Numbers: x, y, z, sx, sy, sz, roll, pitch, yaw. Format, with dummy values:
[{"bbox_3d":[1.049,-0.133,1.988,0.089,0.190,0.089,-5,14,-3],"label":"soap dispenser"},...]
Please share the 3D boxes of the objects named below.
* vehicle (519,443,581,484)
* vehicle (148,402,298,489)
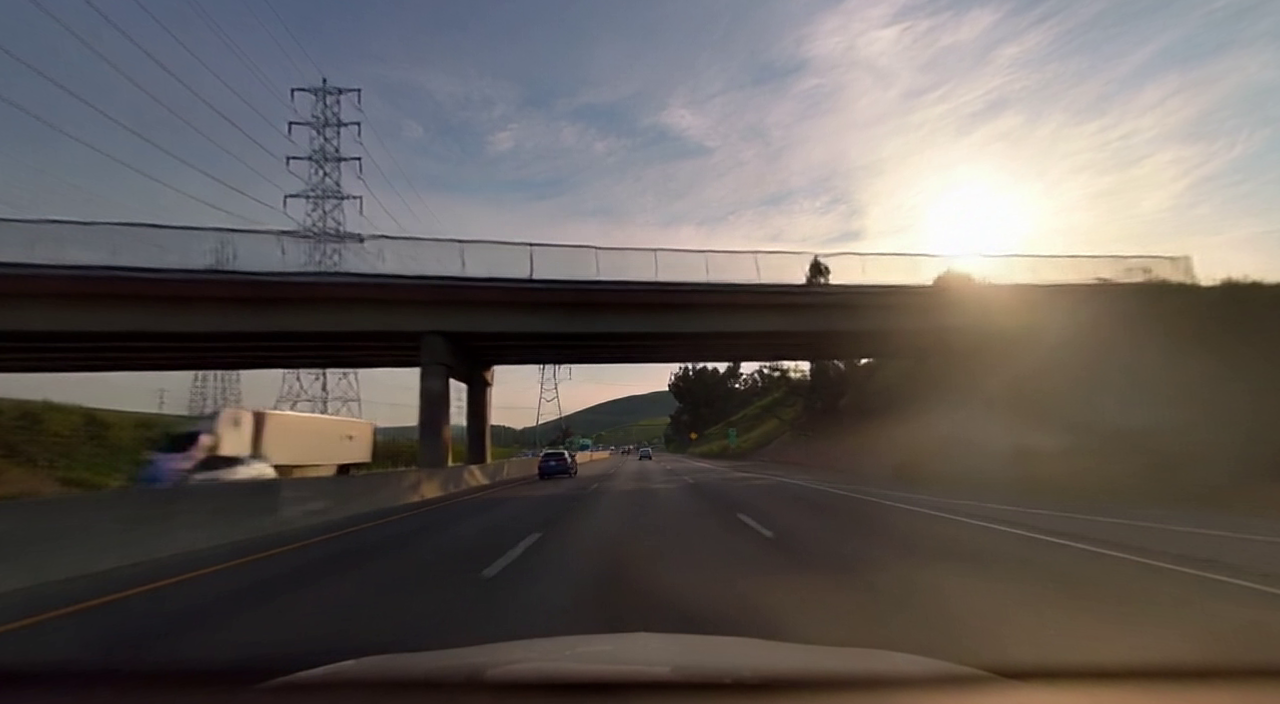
[{"bbox_3d":[-3.681,4.664,26.546,1.924,1.550,4.165,0,-9,1],"label":"vehicle"},{"bbox_3d":[-19.991,4.581,30.795,2.948,3.804,6.105,0,-9,0],"label":"vehicle"}]
